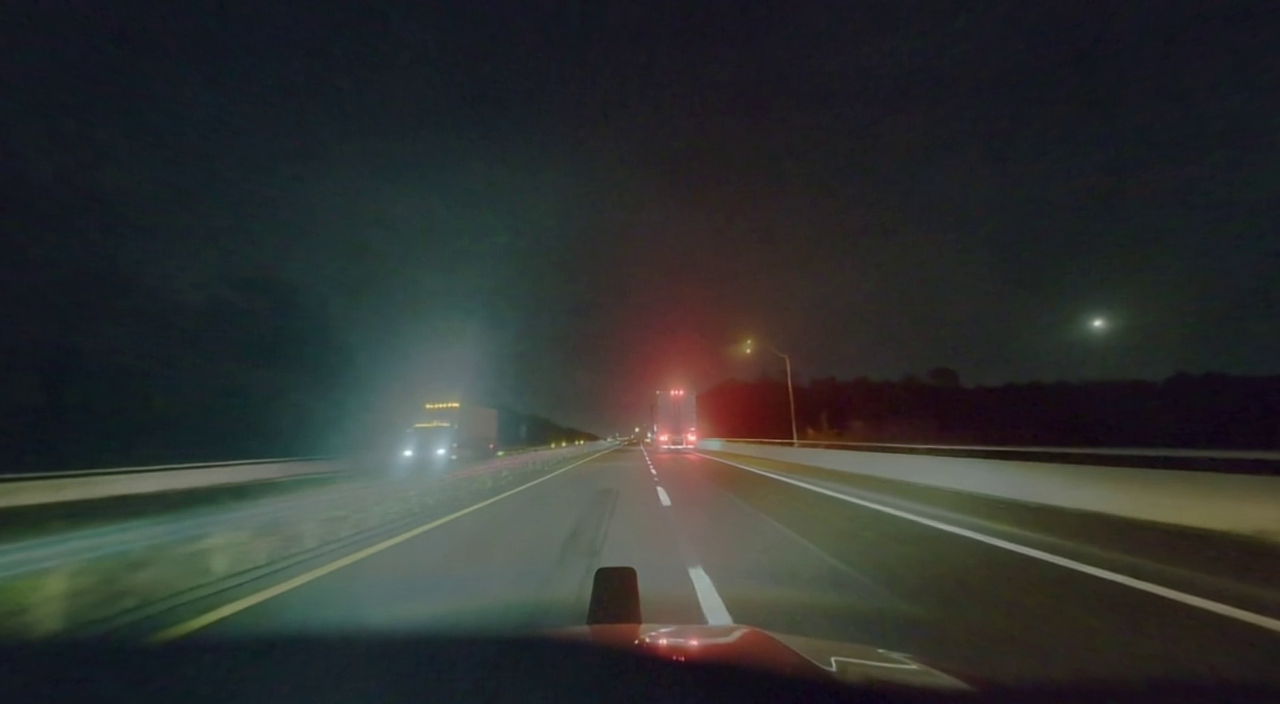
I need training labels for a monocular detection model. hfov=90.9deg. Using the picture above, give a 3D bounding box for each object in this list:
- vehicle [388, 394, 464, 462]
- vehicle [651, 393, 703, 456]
[{"bbox_3d":[-14.655,5.306,43.734,2.993,4.321,6.272,0,-8,0],"label":"vehicle"},{"bbox_3d":[2.504,5.577,47.561,2.924,4.024,13.639,0,-8,-1],"label":"vehicle"}]
